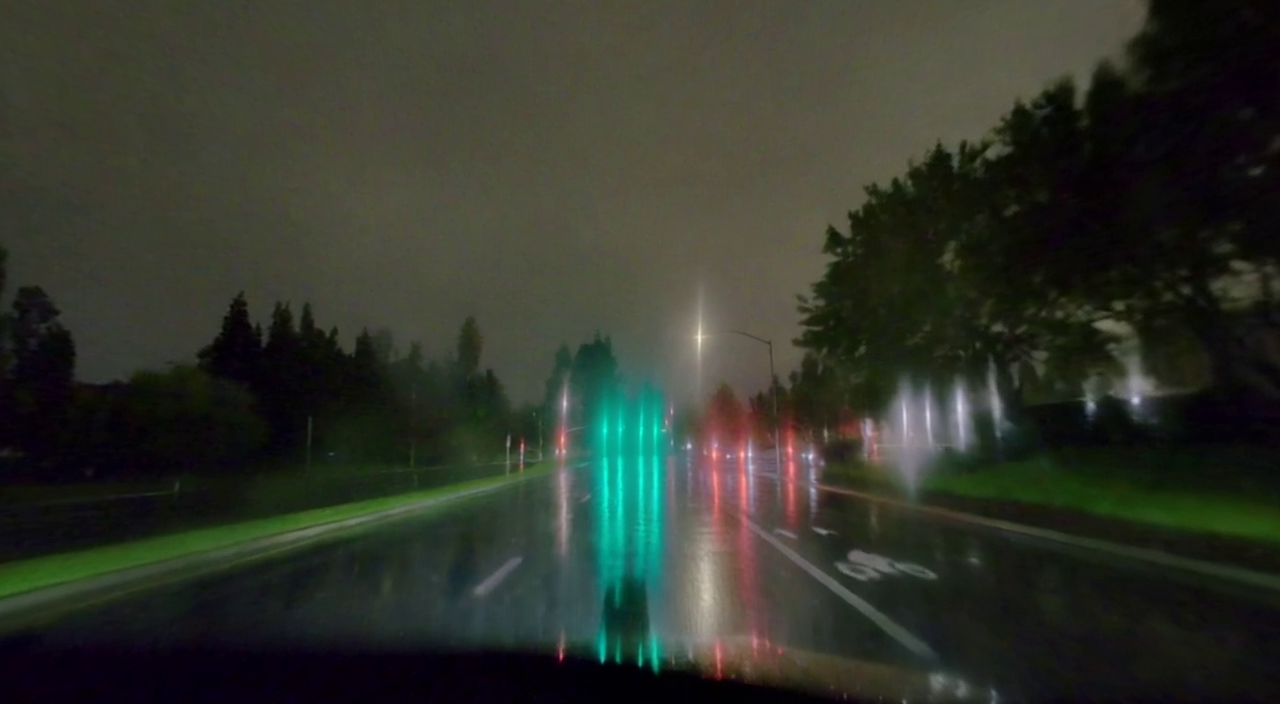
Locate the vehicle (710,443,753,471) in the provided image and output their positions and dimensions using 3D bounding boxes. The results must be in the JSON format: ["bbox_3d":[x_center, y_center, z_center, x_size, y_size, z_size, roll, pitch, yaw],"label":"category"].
[{"bbox_3d":[5.748,6.647,40.177,2.057,1.688,4.596,0,-9,0],"label":"vehicle"}]

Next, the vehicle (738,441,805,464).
[{"bbox_3d":[10.353,7.977,49.963,4.879,1.701,2.095,0,-10,3],"label":"vehicle"}]
